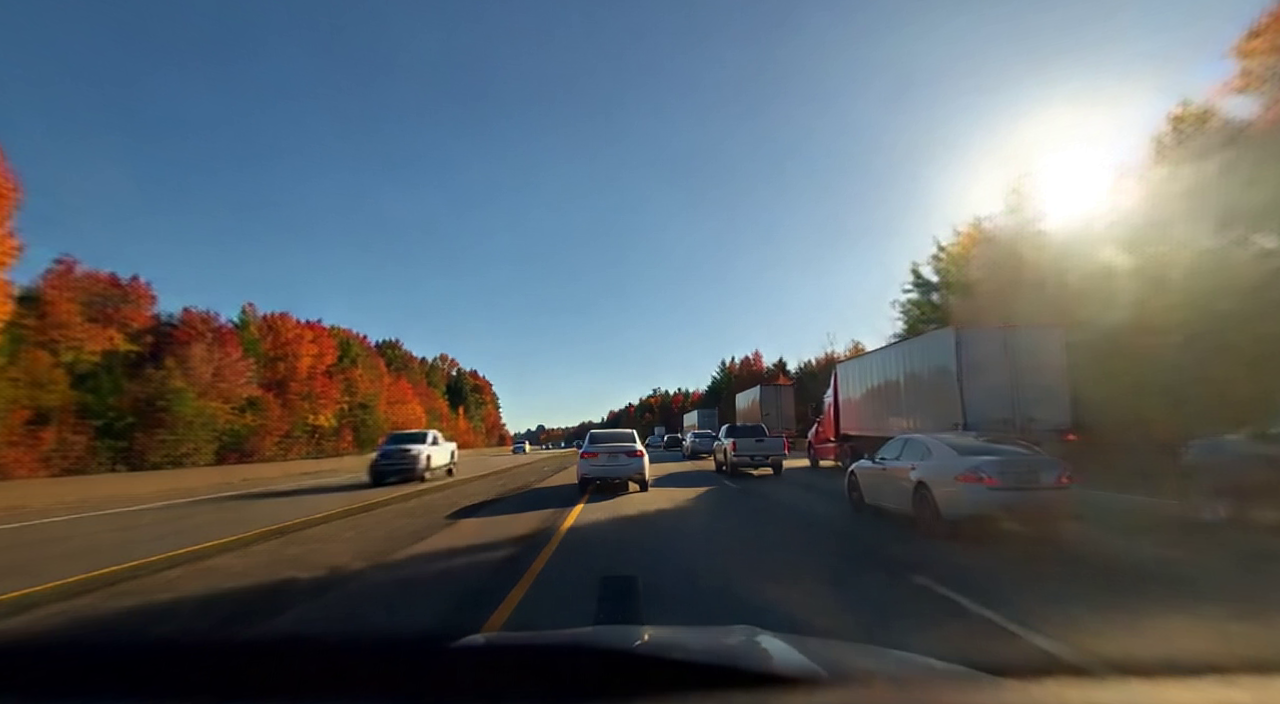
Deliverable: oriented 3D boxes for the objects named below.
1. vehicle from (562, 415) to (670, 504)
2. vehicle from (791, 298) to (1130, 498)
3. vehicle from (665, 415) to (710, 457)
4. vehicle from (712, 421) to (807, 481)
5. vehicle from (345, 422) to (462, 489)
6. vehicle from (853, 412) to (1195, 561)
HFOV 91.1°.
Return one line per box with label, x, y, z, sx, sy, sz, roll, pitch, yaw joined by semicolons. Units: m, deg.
vehicle;-0.478;2.384;14.455;2.087;1.709;4.455;0;-8;-1
vehicle;8.222;1.851;19.948;2.908;4.099;14.103;0;-8;-2
vehicle;3.137;5.720;42.941;2.395;2.656;6.037;0;-8;-1
vehicle;3.650;3.097;20.042;2.147;1.707;3.963;0;-8;-2
vehicle;-8.059;3.555;22.071;2.203;2.043;5.050;0;-8;-1
vehicle;4.674;1.660;8.585;2.040;1.523;4.068;0;-8;-1
